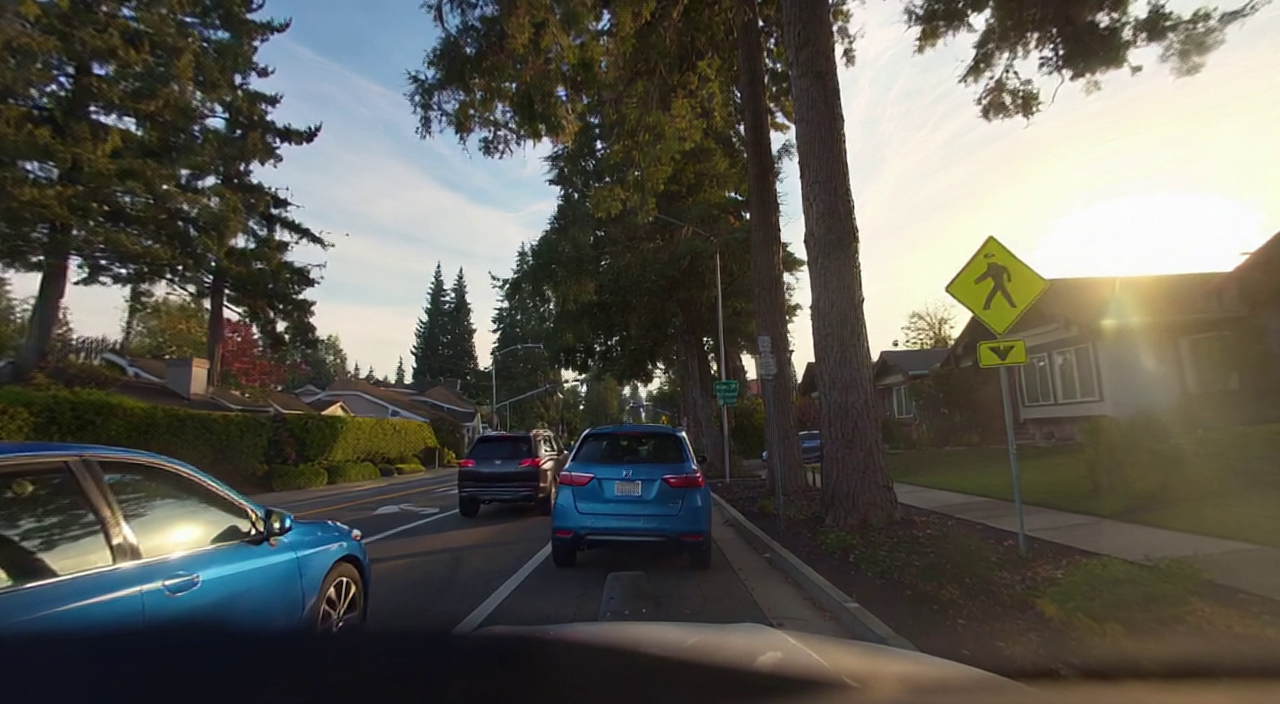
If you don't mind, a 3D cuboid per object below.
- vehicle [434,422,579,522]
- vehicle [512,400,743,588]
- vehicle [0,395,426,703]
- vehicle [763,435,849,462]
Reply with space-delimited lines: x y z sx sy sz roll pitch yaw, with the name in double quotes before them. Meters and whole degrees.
"vehicle" -2.564 2.436 13.245 2.000 1.737 4.133 0 -9 2
"vehicle" -0.118 1.600 7.819 2.120 1.718 3.909 0 -9 0
"vehicle" -2.869 1.044 2.998 1.968 1.472 4.685 0 -9 1
"vehicle" 9.345 5.480 35.782 4.456 1.504 1.914 -1 -9 5
